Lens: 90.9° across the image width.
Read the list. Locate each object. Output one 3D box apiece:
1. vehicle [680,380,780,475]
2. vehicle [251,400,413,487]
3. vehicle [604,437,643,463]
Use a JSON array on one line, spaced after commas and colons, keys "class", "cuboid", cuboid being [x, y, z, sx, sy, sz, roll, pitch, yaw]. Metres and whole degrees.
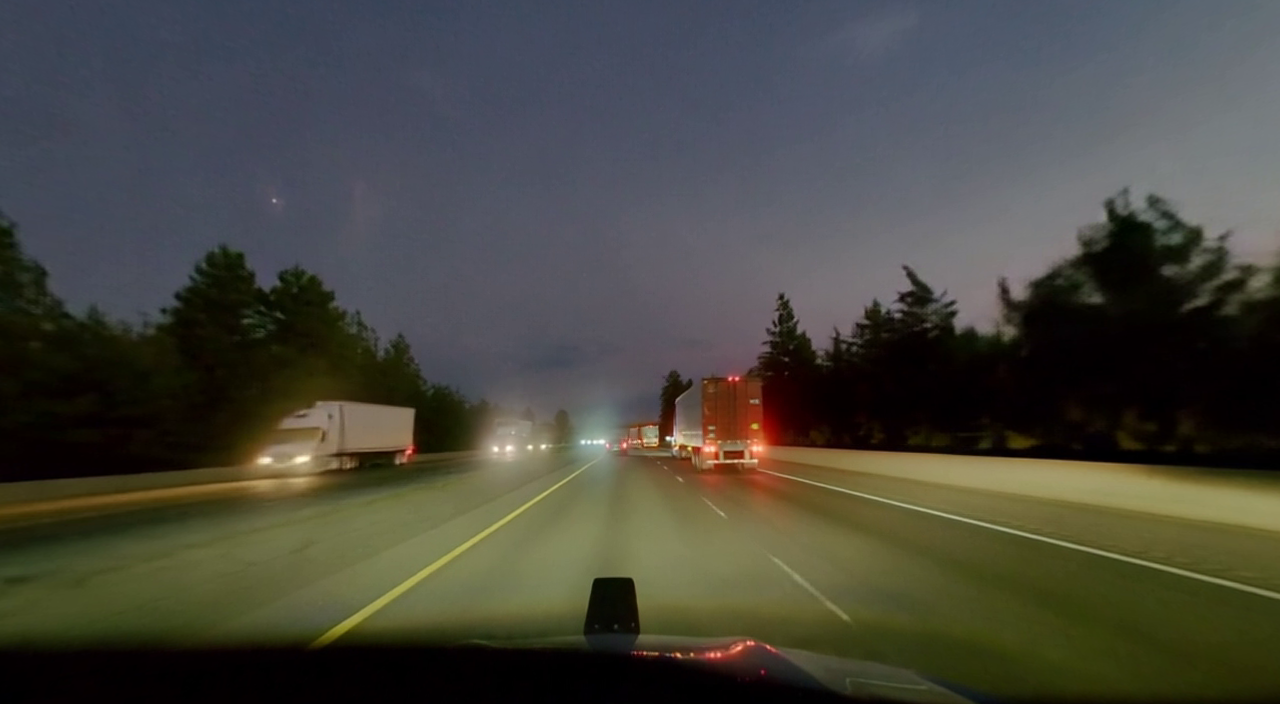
[{"class": "vehicle", "cuboid": [3.577, 3.328, 27.505, 2.921, 3.526, 8.207, 0, -8, -2]}, {"class": "vehicle", "cuboid": [-14.105, 4.294, 30.148, 2.961, 3.458, 9.579, 0, -8, -1]}, {"class": "vehicle", "cuboid": [-0.962, 5.883, 38.234, 2.259, 1.466, 3.693, 0, -8, -1]}]
